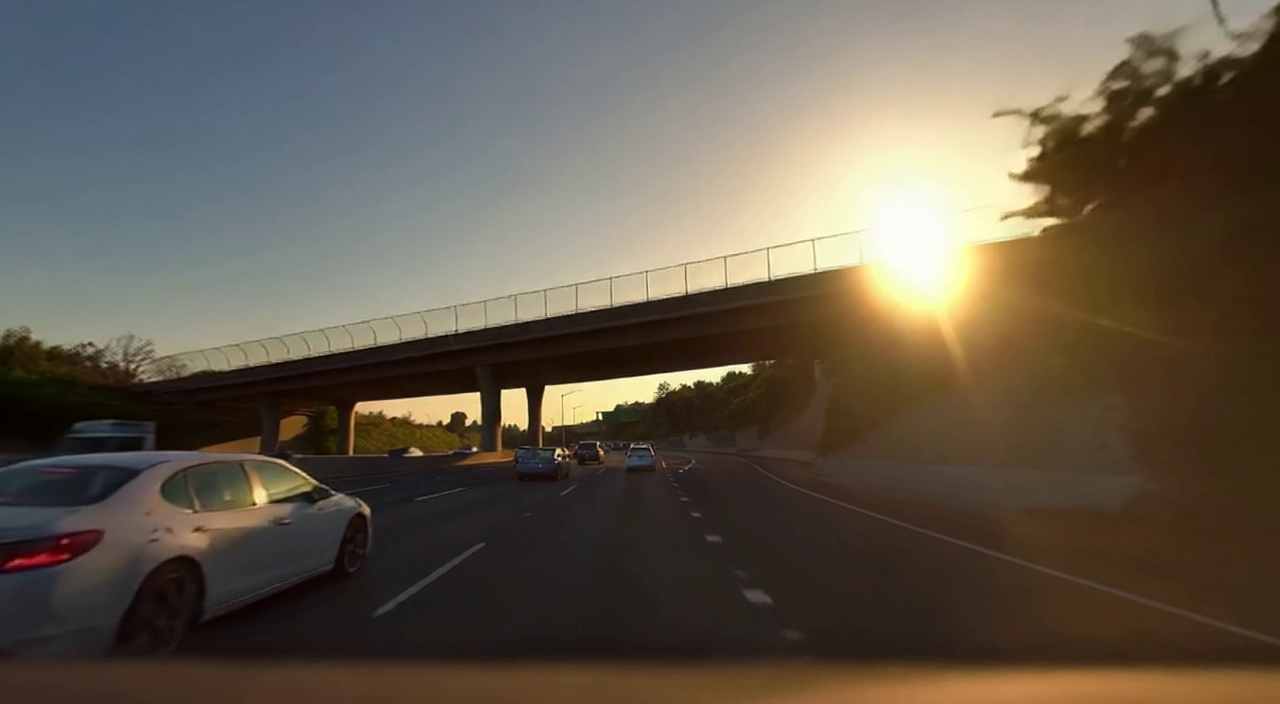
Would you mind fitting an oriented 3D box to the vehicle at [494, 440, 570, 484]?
[{"bbox_3d":[-3.912,4.064,23.631,1.997,1.490,4.471,0,-8,1],"label":"vehicle"}]

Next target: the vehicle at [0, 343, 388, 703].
[{"bbox_3d":[-3.746,1.092,4.296,2.161,1.759,4.482,0,-8,0],"label":"vehicle"}]

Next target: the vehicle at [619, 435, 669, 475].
[{"bbox_3d":[0.198,4.759,29.276,2.160,1.678,4.178,0,-8,0],"label":"vehicle"}]

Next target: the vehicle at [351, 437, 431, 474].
[{"bbox_3d":[-11.745,4.889,29.960,1.954,1.640,4.339,0,-8,1],"label":"vehicle"}]

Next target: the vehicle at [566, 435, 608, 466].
[{"bbox_3d":[-3.367,6.357,40.786,2.237,1.841,4.683,0,-8,1],"label":"vehicle"}]
